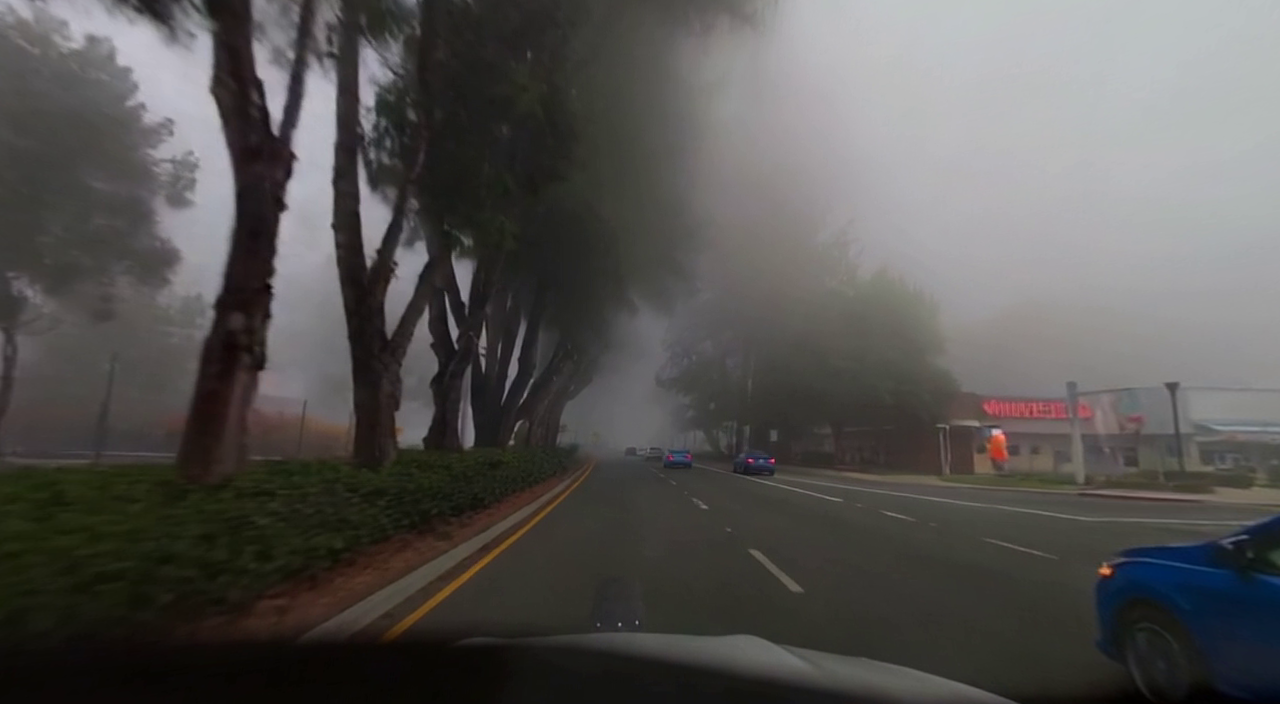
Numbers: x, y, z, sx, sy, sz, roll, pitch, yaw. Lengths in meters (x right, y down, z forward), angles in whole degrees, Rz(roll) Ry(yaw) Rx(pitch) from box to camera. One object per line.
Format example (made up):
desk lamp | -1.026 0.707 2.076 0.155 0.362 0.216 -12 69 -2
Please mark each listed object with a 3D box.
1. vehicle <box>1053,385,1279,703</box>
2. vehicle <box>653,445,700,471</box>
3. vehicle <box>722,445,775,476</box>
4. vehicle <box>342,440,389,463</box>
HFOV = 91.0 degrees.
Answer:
vehicle | 3.282 0.743 1.212 2.102 1.524 4.126 0 -9 -1
vehicle | 2.067 6.223 37.100 2.256 1.451 4.313 1 -9 -4
vehicle | 5.771 5.792 33.913 1.886 1.528 4.169 1 -9 -3
vehicle | -21.165 7.696 48.688 1.982 1.650 4.157 1 -9 -4
